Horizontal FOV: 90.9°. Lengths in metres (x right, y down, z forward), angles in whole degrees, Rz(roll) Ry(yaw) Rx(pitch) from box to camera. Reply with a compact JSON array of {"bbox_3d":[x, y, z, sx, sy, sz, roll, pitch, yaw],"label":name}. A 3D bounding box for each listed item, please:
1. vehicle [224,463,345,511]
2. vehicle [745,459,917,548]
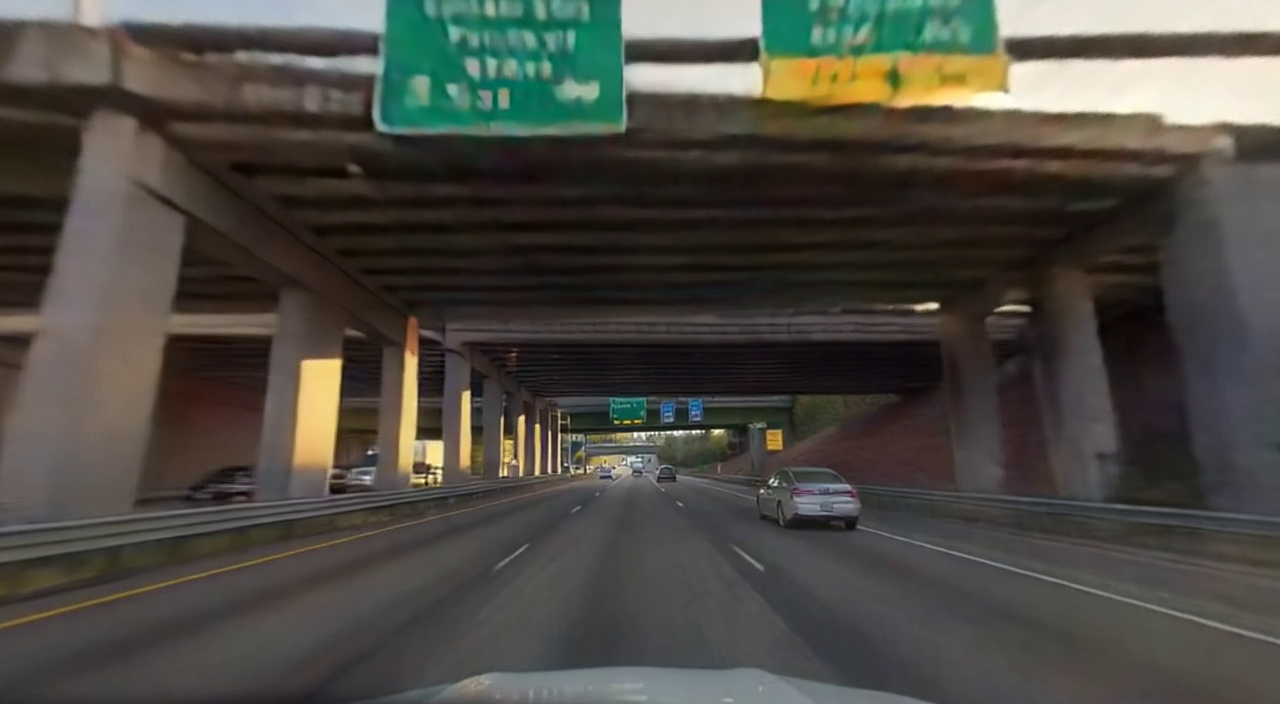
[{"bbox_3d":[-12.162,4.630,21.874,1.858,1.446,3.923,1,-10,0],"label":"vehicle"},{"bbox_3d":[3.645,3.007,13.051,2.051,1.472,4.547,1,-10,-1],"label":"vehicle"}]
